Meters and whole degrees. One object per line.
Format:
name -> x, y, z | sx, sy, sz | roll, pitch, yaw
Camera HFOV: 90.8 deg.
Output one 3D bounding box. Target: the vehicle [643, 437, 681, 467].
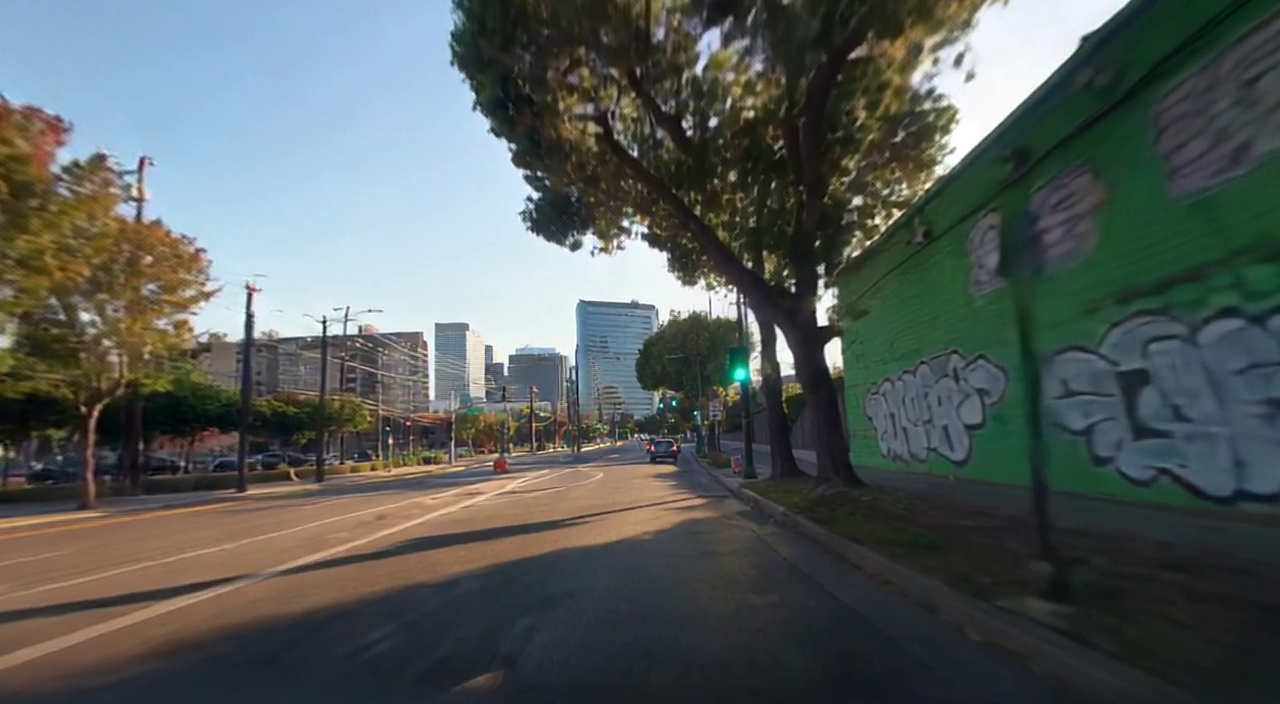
vehicle -> 1.288, 5.773, 36.561 | 2.105, 1.611, 3.750 | -1, -9, 3
